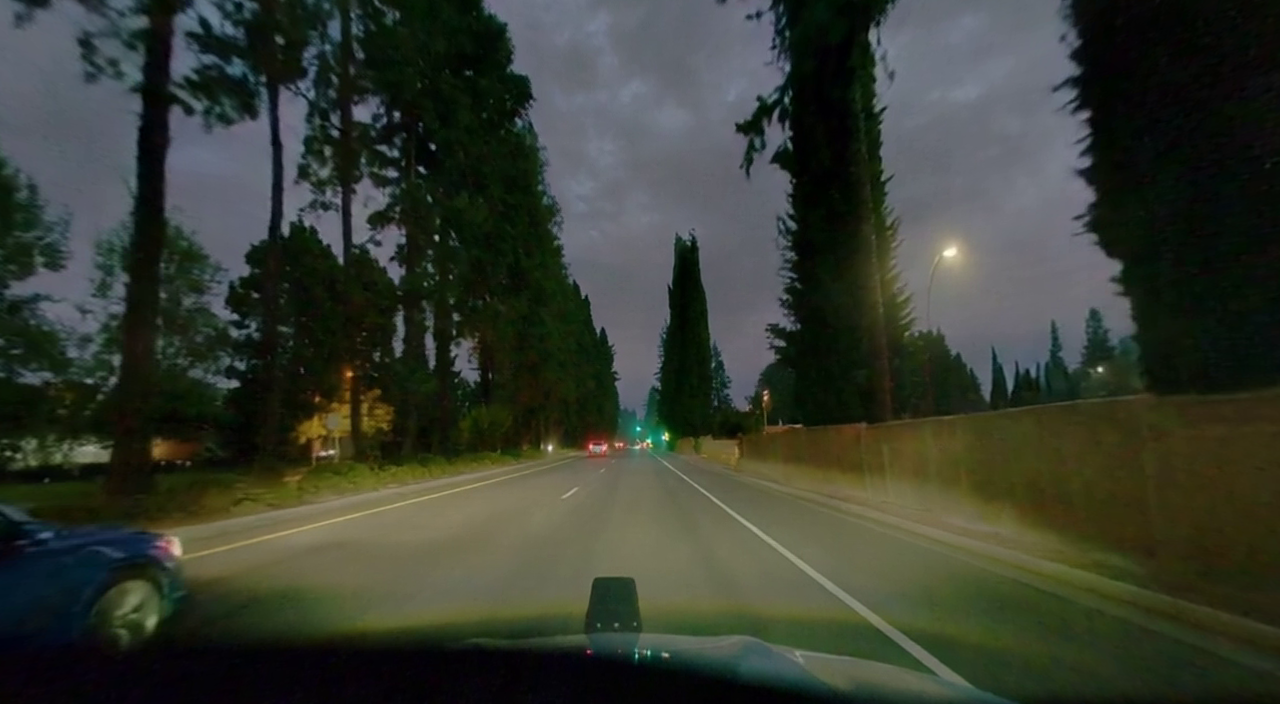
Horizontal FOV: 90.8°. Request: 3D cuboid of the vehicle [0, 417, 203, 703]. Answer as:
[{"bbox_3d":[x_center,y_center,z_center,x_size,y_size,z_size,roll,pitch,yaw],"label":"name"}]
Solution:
[{"bbox_3d":[-3.875,0.895,2.007,1.870,1.431,4.317,0,-8,0],"label":"vehicle"}]
